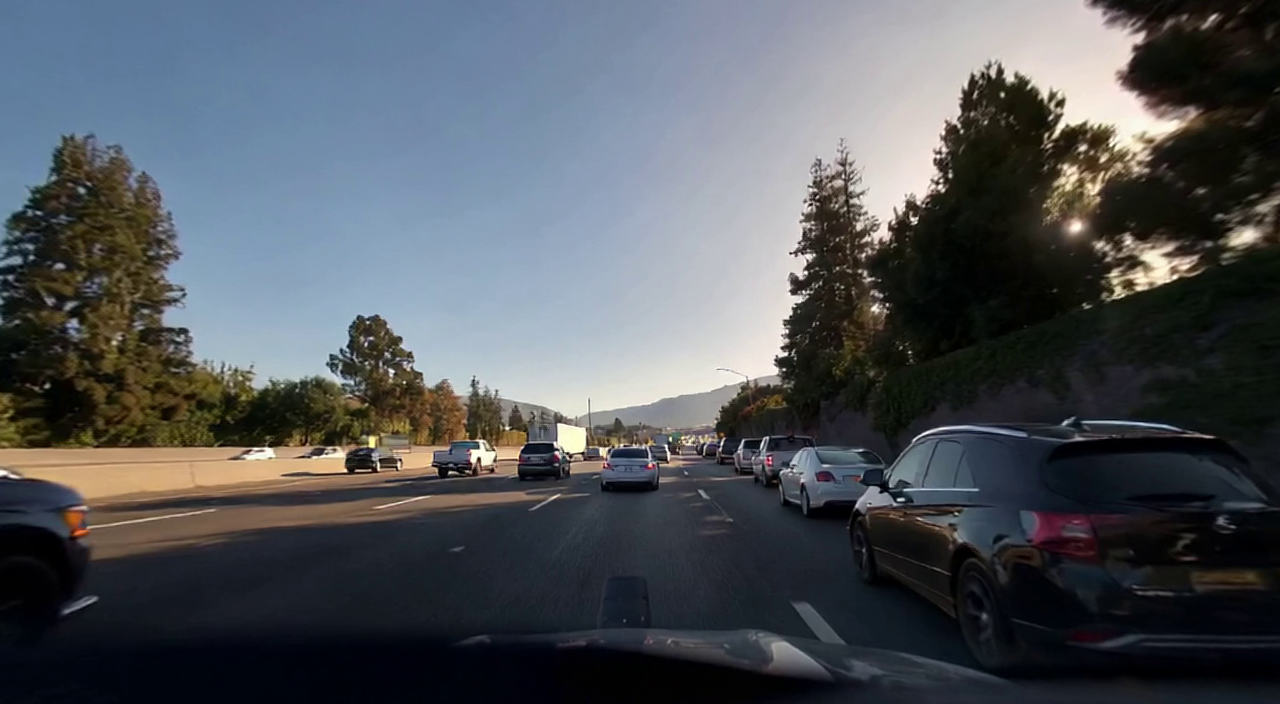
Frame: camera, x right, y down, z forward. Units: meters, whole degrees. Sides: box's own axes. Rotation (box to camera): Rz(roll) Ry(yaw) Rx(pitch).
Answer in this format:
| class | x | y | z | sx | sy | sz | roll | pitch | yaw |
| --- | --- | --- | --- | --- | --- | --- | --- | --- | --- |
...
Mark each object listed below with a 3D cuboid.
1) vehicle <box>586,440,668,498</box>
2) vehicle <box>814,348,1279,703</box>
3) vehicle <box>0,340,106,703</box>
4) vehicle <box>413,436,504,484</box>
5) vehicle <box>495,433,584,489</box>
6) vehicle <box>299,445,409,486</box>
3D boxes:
| class | x | y | z | sx | sy | sz | roll | pitch | yaw |
| --- | --- | --- | --- | --- | --- | --- | --- | --- | --- |
| vehicle | -0.278 | 3.275 | 18.042 | 2.070 | 1.456 | 4.029 | 0 | -8 | 2 |
| vehicle | 2.800 | 1.144 | 4.204 | 1.964 | 1.631 | 4.837 | 0 | -8 | 1 |
| vehicle | -4.165 | 0.523 | 0.742 | 2.110 | 1.811 | 5.585 | 0 | -8 | 1 |
| vehicle | -6.903 | 4.159 | 24.552 | 2.023 | 1.693 | 4.386 | -1 | -8 | 3 |
| vehicle | -3.345 | 3.748 | 22.061 | 2.153 | 1.726 | 4.546 | -1 | -8 | 3 |
| vehicle | -11.292 | 4.471 | 25.362 | 1.903 | 1.460 | 4.958 | 0 | -8 | 3 |
